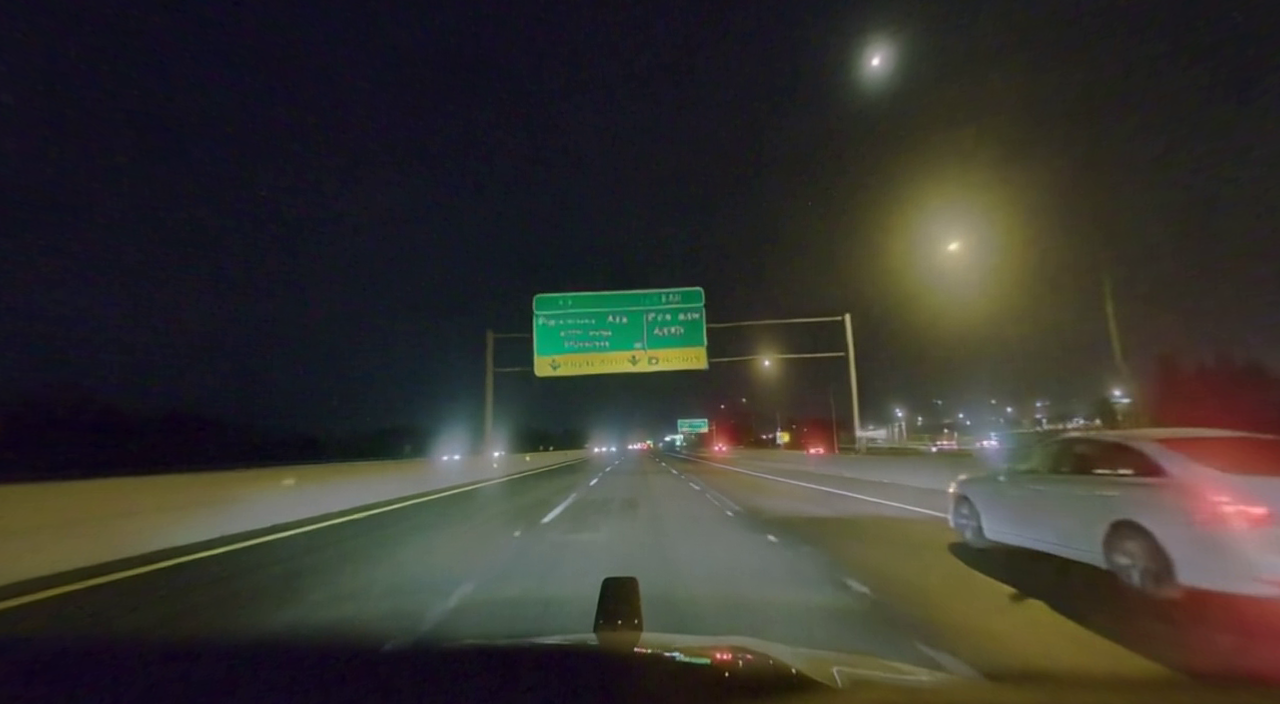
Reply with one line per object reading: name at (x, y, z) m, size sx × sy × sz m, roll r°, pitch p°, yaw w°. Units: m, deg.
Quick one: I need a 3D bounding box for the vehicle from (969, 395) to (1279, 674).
vehicle at (4.541, 1.179, 4.624) m, size 1.984 × 1.540 × 3.973 m, roll -1°, pitch -9°, yaw -1°
